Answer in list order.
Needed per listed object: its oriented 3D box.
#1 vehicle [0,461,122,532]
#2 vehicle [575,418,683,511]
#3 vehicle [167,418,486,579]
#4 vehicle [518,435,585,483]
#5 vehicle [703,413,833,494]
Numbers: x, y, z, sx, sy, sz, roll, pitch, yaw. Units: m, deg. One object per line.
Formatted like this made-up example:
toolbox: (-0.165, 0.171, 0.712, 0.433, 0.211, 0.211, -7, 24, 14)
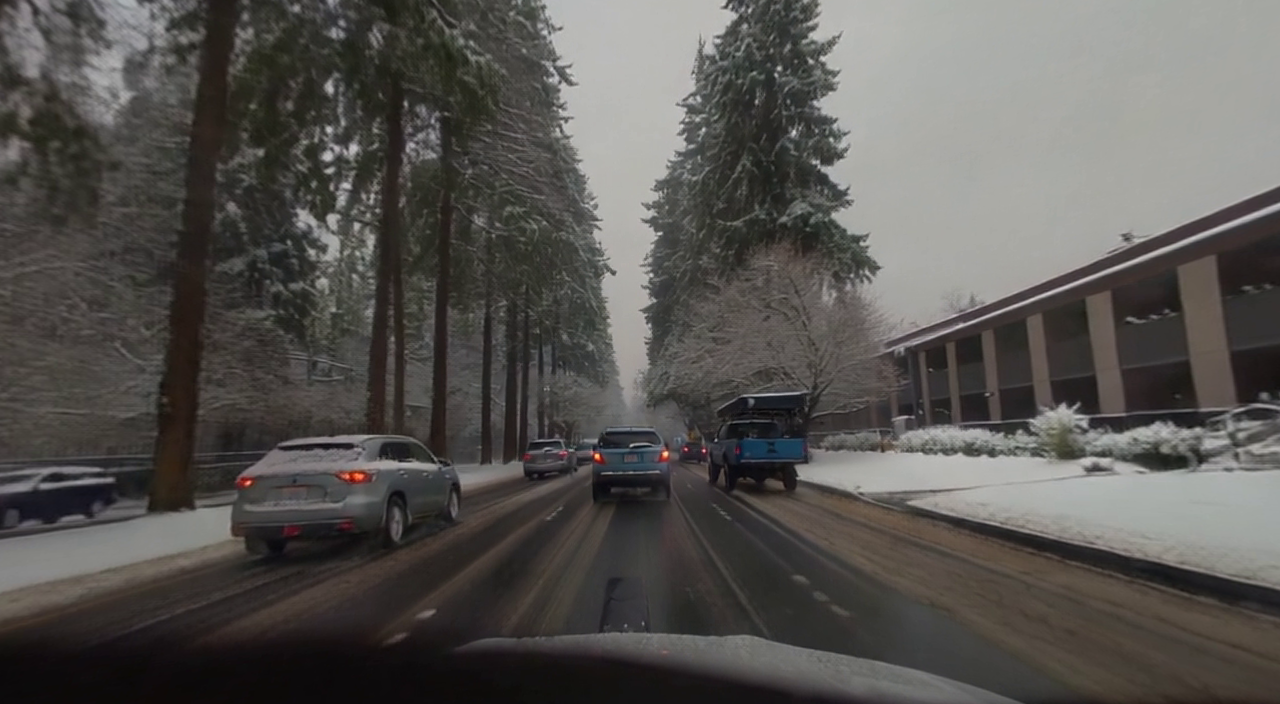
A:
vehicle: (-14.789, 3.286, 14.390, 2.001, 1.441, 4.488, 0, -8, 2)
vehicle: (-0.181, 2.471, 14.243, 2.075, 1.770, 4.018, 0, -8, 1)
vehicle: (-3.780, 1.840, 8.821, 1.959, 1.614, 4.676, 0, -8, 1)
vehicle: (-3.261, 4.014, 23.904, 1.894, 1.642, 3.861, 0, -8, 1)
vehicle: (3.581, 3.045, 19.206, 2.655, 2.054, 6.098, 0, -8, 0)
